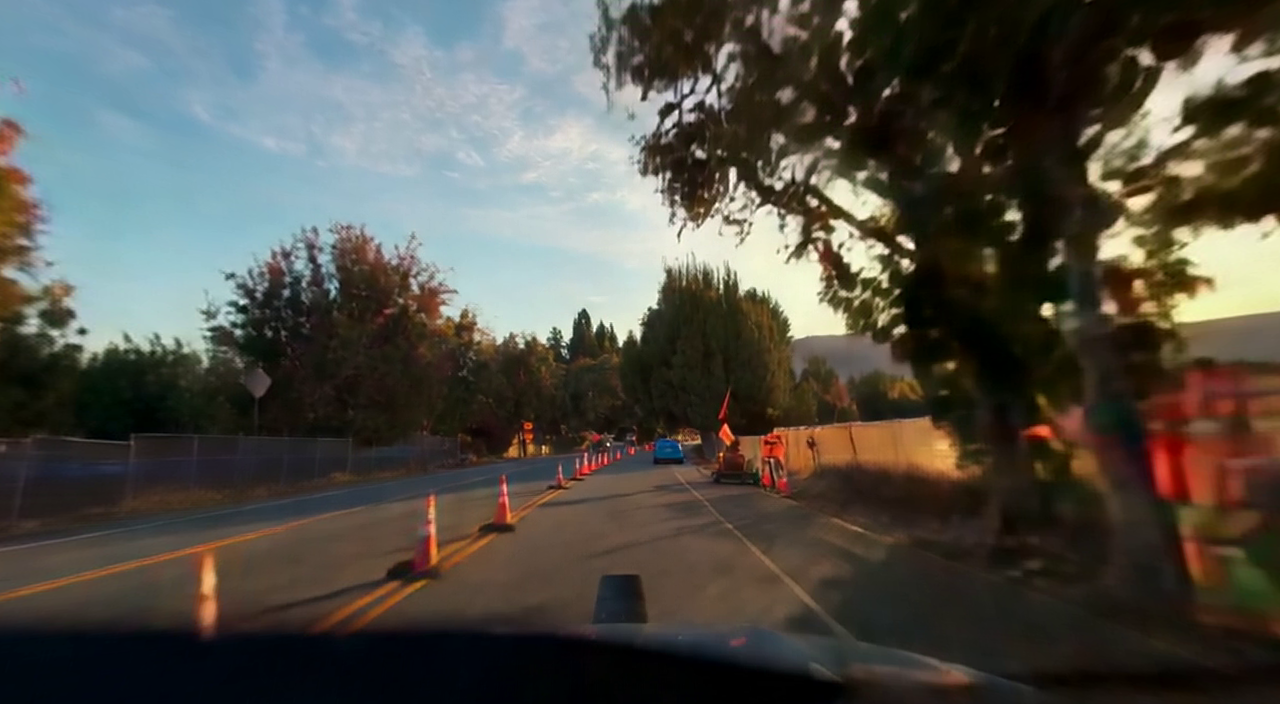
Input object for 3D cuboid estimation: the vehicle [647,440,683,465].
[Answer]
[{"bbox_3d":[1.612,6.274,39.444,2.172,1.486,3.581,-1,-9,4],"label":"vehicle"}]
